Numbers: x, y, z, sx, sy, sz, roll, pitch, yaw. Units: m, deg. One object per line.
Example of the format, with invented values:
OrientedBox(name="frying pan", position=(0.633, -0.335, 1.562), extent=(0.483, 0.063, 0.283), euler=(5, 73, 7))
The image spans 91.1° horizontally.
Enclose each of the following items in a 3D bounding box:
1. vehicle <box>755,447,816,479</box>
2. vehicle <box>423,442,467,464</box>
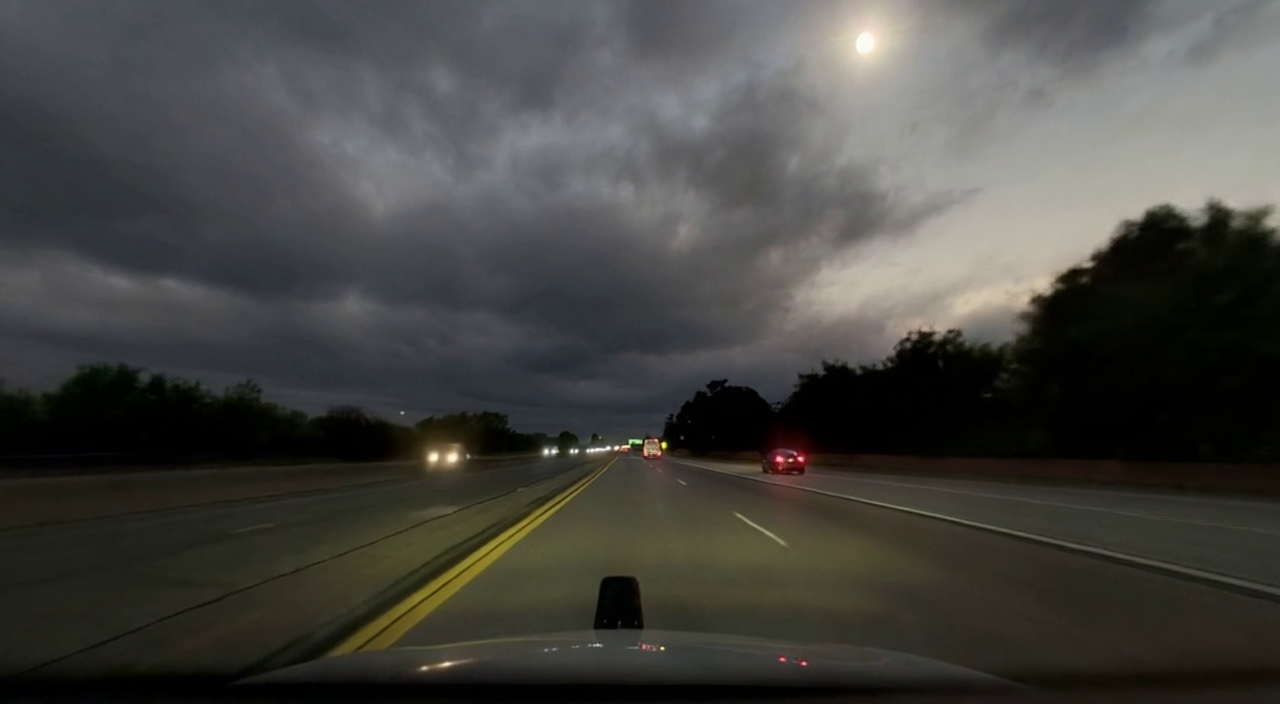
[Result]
OrientedBox(name="vehicle", position=(7.197, 5.515, 31.482), extent=(1.942, 1.462, 3.926), euler=(0, -9, -2))
OrientedBox(name="vehicle", position=(-13.640, 7.092, 44.175), extent=(1.851, 1.486, 4.205), euler=(0, -9, -1))
